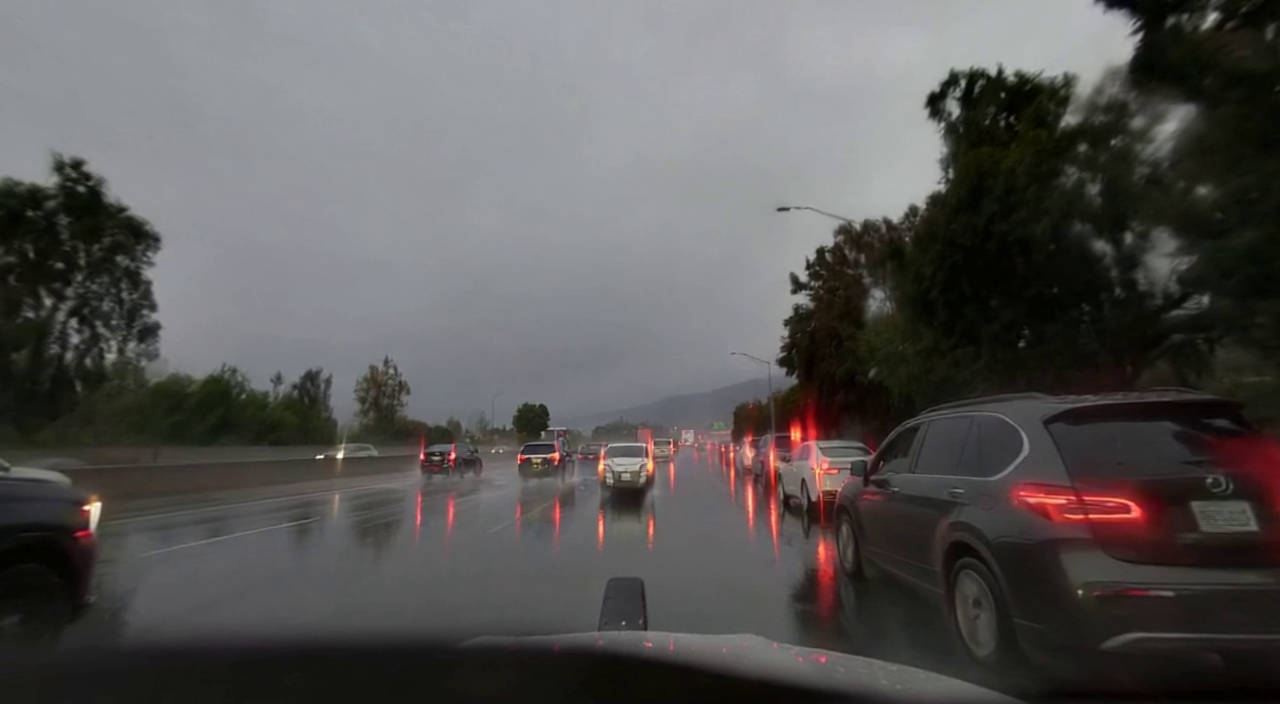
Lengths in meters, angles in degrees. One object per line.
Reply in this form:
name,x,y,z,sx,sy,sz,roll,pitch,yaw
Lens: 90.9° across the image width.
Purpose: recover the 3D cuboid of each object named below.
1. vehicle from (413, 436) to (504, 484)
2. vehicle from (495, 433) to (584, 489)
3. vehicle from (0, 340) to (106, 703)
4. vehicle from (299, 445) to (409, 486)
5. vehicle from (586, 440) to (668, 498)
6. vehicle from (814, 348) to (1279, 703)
vehicle,-6.903,4.159,24.552,2.023,1.693,4.386,-1,-8,3
vehicle,-3.345,3.748,22.061,2.153,1.726,4.546,-1,-8,3
vehicle,-4.165,0.523,0.742,2.110,1.811,5.585,0,-8,1
vehicle,-11.292,4.471,25.362,1.903,1.460,4.958,0,-8,3
vehicle,-0.278,3.275,18.042,2.070,1.456,4.029,0,-8,2
vehicle,2.800,1.144,4.204,1.964,1.631,4.837,0,-8,1
